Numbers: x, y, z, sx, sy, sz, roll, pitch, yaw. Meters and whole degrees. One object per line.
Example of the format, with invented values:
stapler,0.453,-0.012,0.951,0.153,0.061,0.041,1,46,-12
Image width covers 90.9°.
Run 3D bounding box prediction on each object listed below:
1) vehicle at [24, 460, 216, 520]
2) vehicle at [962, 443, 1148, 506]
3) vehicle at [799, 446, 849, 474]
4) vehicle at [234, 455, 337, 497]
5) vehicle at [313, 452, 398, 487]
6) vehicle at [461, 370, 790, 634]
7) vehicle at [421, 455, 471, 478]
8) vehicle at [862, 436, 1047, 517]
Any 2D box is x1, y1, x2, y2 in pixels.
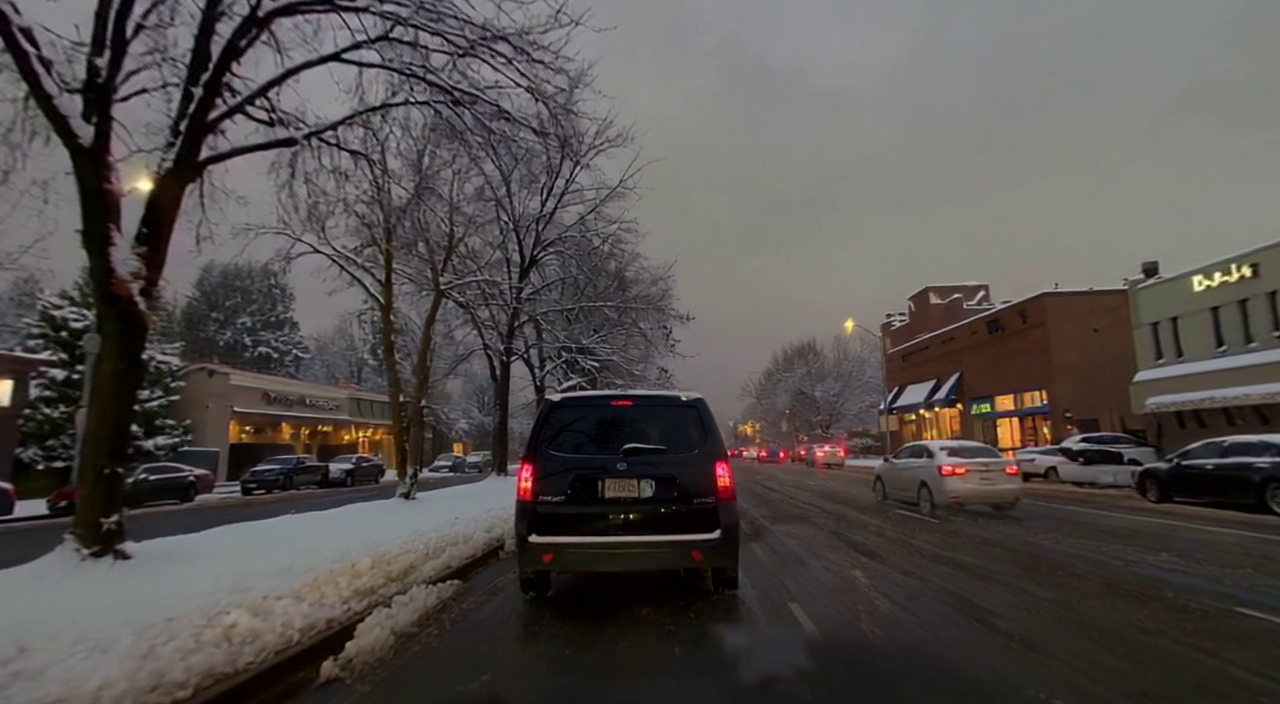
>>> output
vehicle,-15.155,3.995,18.800,1.877,1.445,4.436,0,-8,1
vehicle,10.795,3.179,16.931,2.021,1.460,4.471,0,-8,1
vehicle,12.286,7.229,42.406,2.040,1.738,4.414,0,-8,1
vehicle,-14.929,5.213,26.854,1.947,1.558,4.065,0,-8,1
vehicle,-14.480,5.988,32.500,1.921,1.621,4.930,0,-8,2
vehicle,-0.006,1.405,6.912,2.344,1.863,4.665,0,-8,3
vehicle,-13.761,8.127,45.027,1.995,1.466,4.580,0,-8,2
vehicle,6.954,2.774,14.698,1.928,1.529,4.917,0,-8,2
